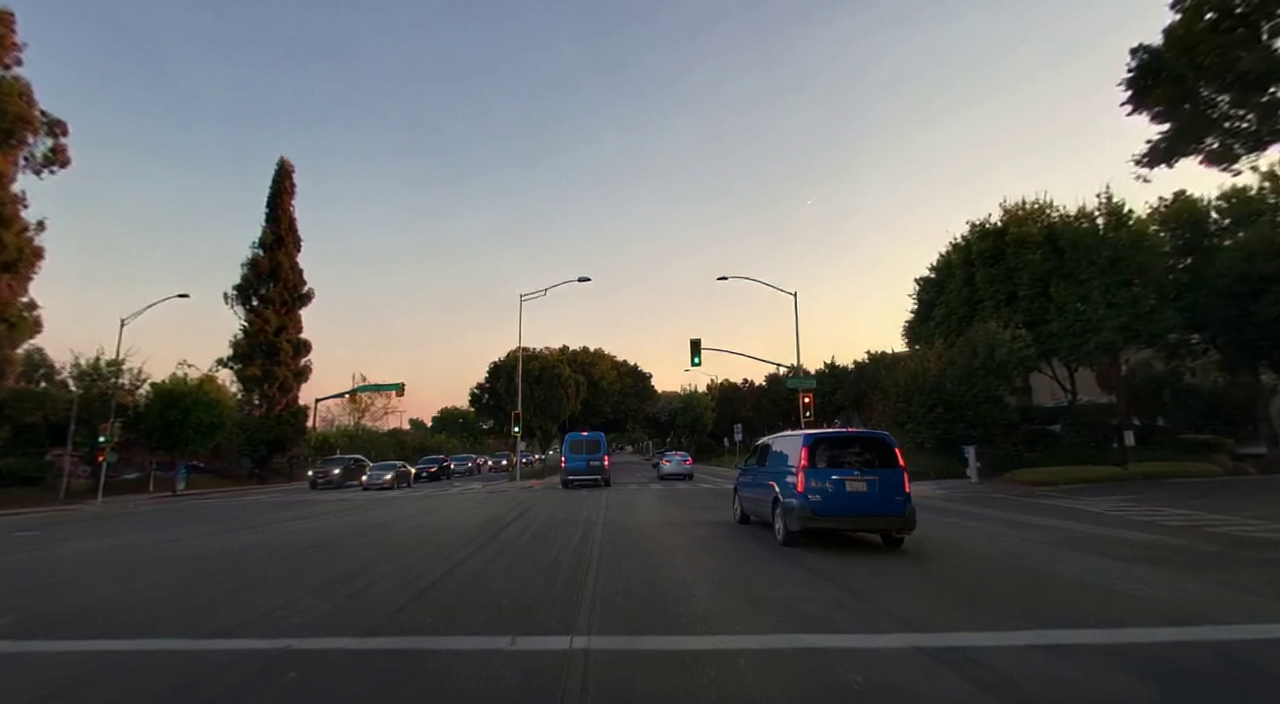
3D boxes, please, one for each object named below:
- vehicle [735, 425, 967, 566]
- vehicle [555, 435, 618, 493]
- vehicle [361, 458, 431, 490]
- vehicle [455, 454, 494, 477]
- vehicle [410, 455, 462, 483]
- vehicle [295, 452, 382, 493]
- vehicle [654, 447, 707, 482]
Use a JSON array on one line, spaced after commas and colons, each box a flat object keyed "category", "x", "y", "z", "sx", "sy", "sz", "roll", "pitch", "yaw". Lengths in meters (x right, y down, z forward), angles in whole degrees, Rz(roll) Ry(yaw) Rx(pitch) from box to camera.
[{"category": "vehicle", "x": 2.869, "y": 2.040, "z": 9.739, "sx": 1.965, "sy": 1.671, "sz": 4.146, "roll": 0, "pitch": -9, "yaw": -3}, {"category": "vehicle", "x": -2.035, "y": 4.346, "z": 24.821, "sx": 2.228, "sy": 2.054, "sz": 4.309, "roll": 1, "pitch": -9, "yaw": -4}, {"category": "vehicle", "x": -12.659, "y": 6.329, "z": 33.085, "sx": 2.128, "sy": 1.496, "sz": 4.432, "roll": 1, "pitch": -9, "yaw": -3}, {"category": "vehicle", "x": -12.903, "y": 8.840, "z": 49.485, "sx": 1.988, "sy": 1.689, "sz": 4.047, "roll": 0, "pitch": -9, "yaw": -1}, {"category": "vehicle", "x": -12.847, "y": 7.374, "z": 40.052, "sx": 1.956, "sy": 1.625, "sz": 4.123, "roll": 0, "pitch": -9, "yaw": -2}, {"category": "vehicle", "x": -16.497, "y": 6.593, "z": 34.999, "sx": 2.299, "sy": 2.015, "sz": 5.743, "roll": 1, "pitch": -9, "yaw": -4}, {"category": "vehicle", "x": 2.018, "y": 5.791, "z": 32.800, "sx": 2.248, "sy": 1.692, "sz": 4.252, "roll": 1, "pitch": -9, "yaw": -4}]
